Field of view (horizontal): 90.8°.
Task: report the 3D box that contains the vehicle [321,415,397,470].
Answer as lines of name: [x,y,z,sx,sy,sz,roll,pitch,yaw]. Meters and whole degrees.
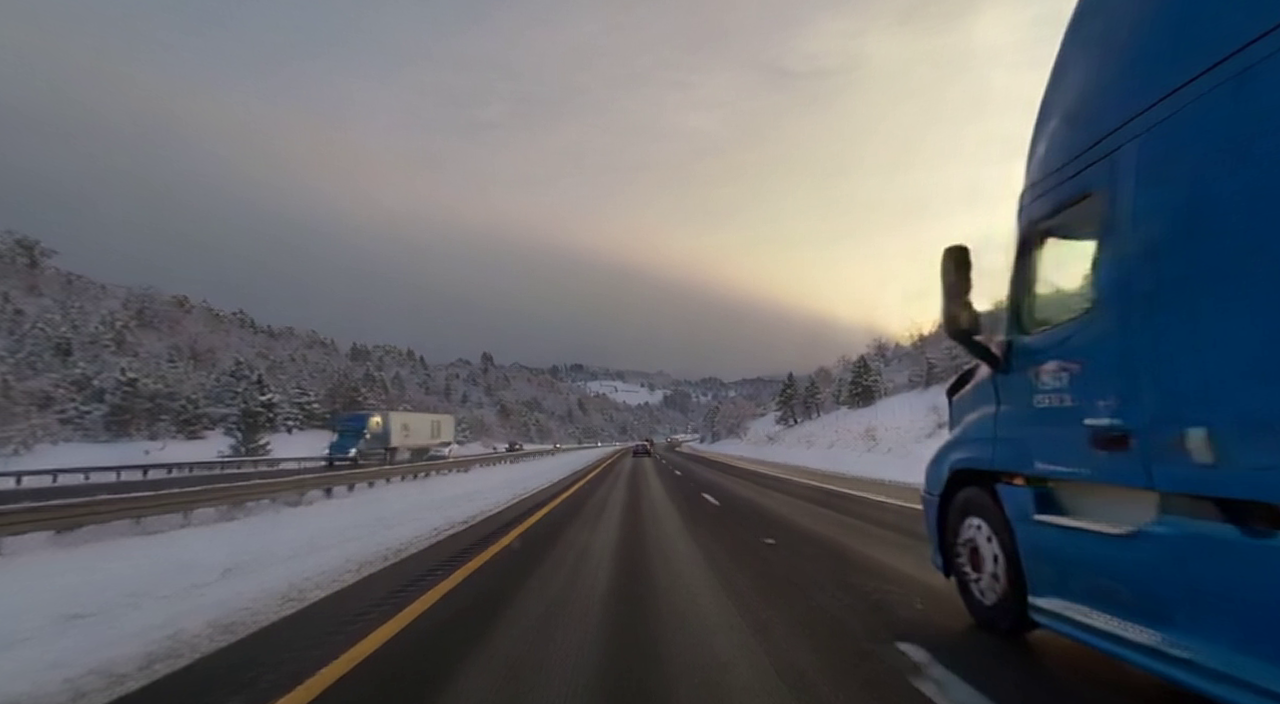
vehicle: [-21.765,7.080,49.376,3.037,3.975,6.193,0,-8,-1]
